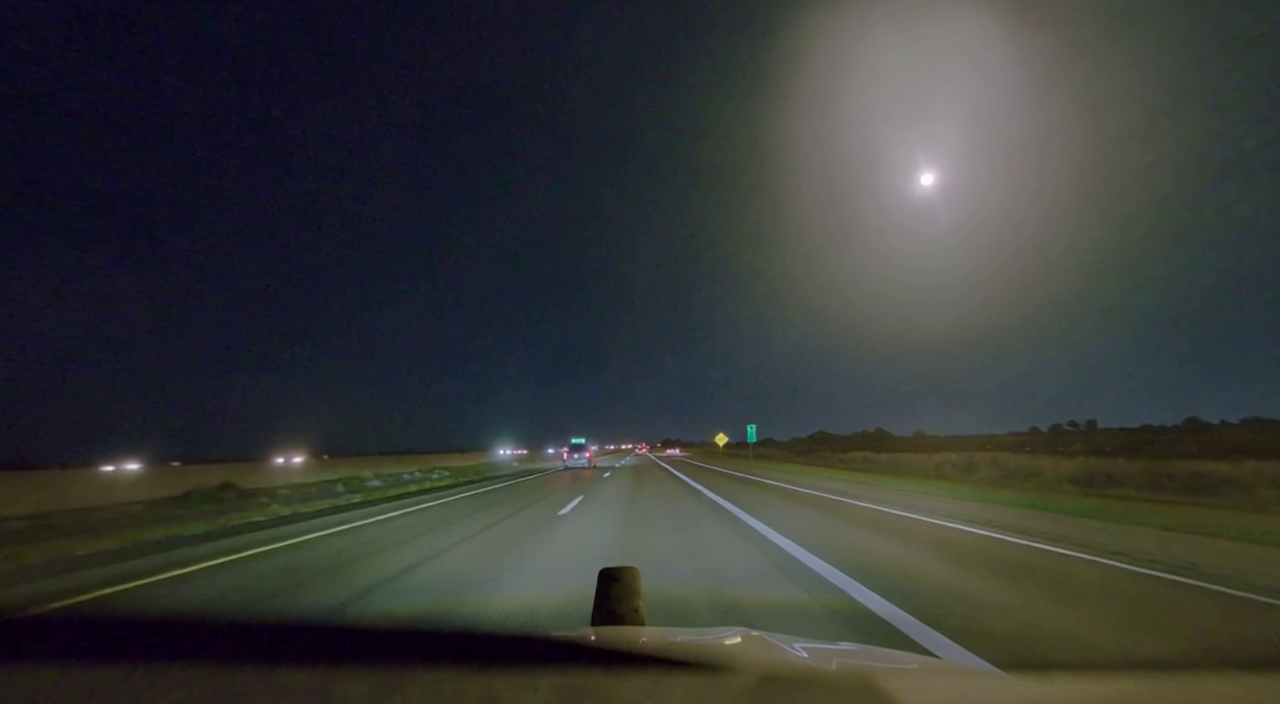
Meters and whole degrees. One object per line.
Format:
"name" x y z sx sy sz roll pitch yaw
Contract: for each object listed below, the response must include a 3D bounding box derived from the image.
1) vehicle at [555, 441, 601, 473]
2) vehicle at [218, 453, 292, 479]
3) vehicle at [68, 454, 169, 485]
"vehicle" -3.409 5.860 35.350 2.070 1.707 4.309 0 -9 1
"vehicle" -25.172 7.462 41.404 1.889 1.543 4.660 0 -9 0
"vehicle" -32.610 7.321 39.597 2.110 1.758 4.878 0 -9 0
